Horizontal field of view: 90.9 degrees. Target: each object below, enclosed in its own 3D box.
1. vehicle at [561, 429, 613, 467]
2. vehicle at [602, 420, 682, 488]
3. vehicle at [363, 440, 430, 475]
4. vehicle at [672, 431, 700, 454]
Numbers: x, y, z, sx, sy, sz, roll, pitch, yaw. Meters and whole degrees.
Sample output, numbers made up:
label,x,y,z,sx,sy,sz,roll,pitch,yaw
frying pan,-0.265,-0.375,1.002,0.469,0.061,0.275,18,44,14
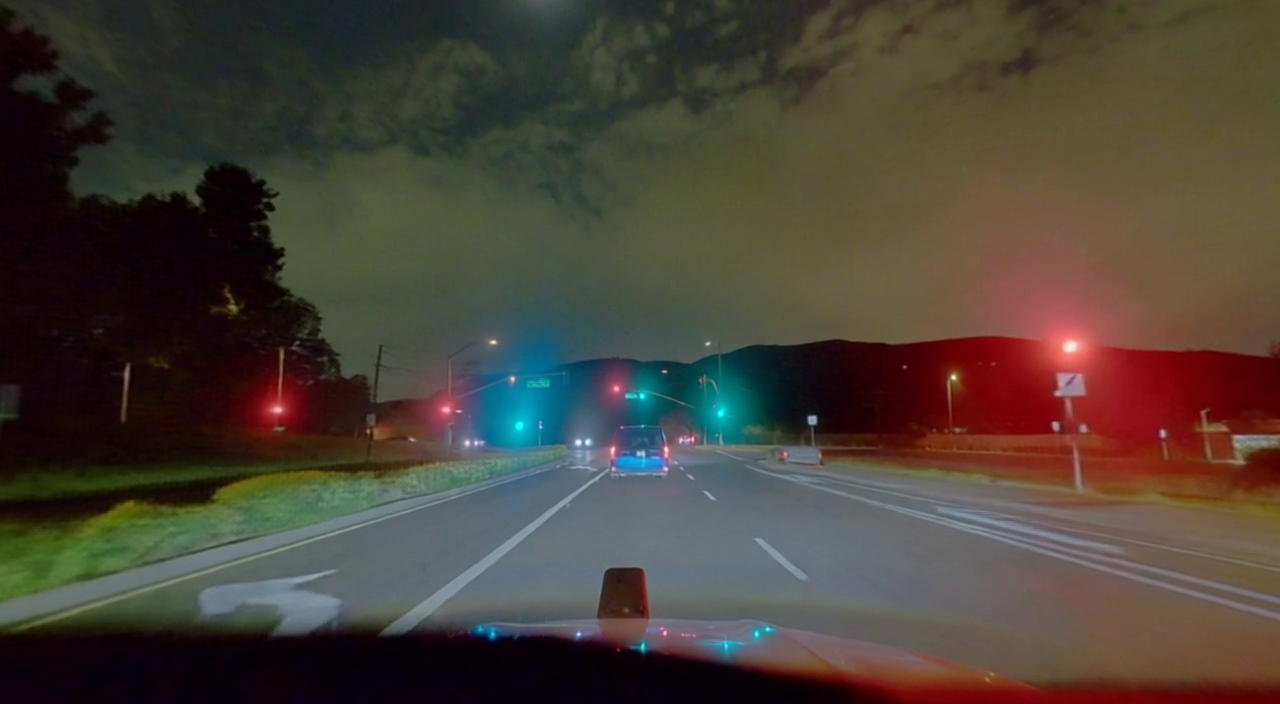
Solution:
label,x,y,z,sx,sy,sz,roll,pitch,yaw
vehicle,-2.608,4.882,32.105,2.131,1.783,4.540,-1,-9,1
vehicle,0.087,3.110,19.453,2.185,1.822,4.391,-1,-9,1
vehicle,-11.182,4.836,29.232,1.991,1.469,4.596,1,-9,-10
vehicle,3.522,7.017,48.826,1.817,1.662,3.843,0,-9,-1
